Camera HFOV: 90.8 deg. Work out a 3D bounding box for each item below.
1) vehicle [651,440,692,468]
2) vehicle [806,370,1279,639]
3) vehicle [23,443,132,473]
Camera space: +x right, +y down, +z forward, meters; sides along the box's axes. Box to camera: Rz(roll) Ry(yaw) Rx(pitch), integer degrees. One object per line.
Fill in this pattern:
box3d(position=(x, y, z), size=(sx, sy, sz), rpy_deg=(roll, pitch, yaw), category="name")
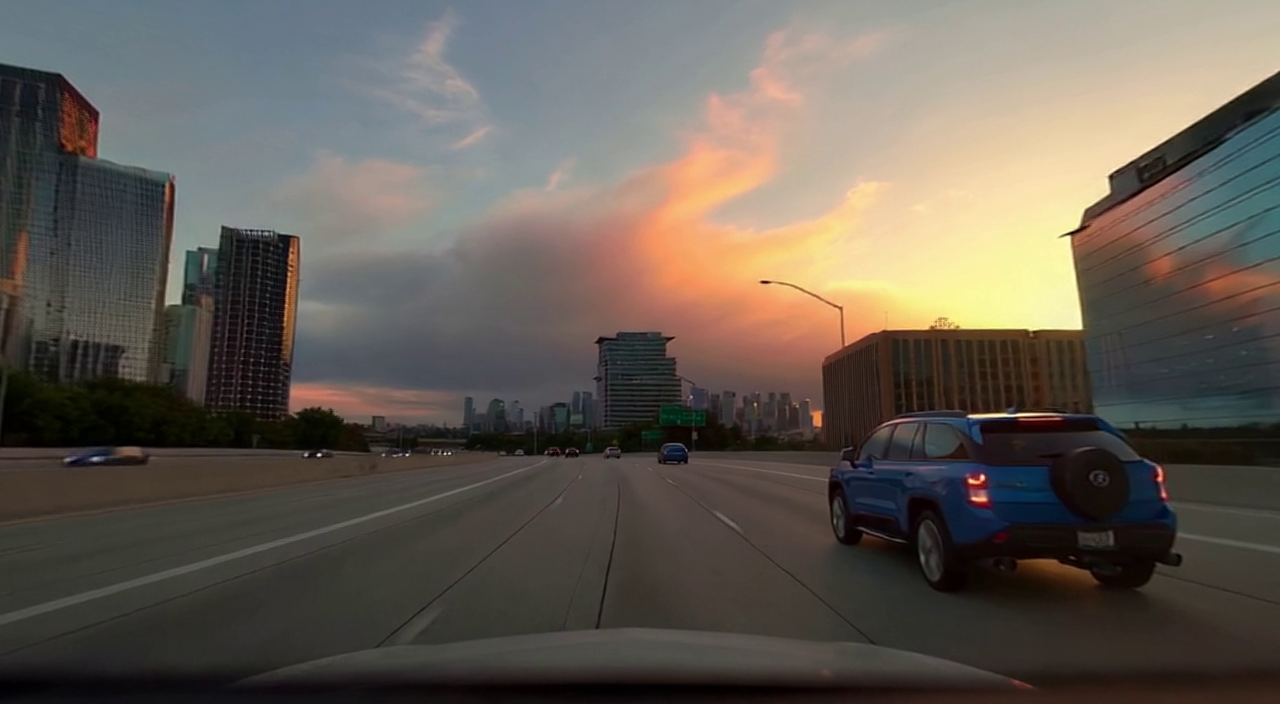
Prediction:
box3d(position=(2.066, 6.863, 42.646), size=(2.110, 1.780, 4.682), rpy_deg=(1, -8, -5), category="vehicle")
box3d(position=(3.473, 1.353, 6.587), size=(2.182, 1.826, 4.392), rpy_deg=(0, -8, -1), category="vehicle")
box3d(position=(-39.407, 7.435, 44.551), size=(2.252, 1.919, 5.983), rpy_deg=(0, -8, -1), category="vehicle")
